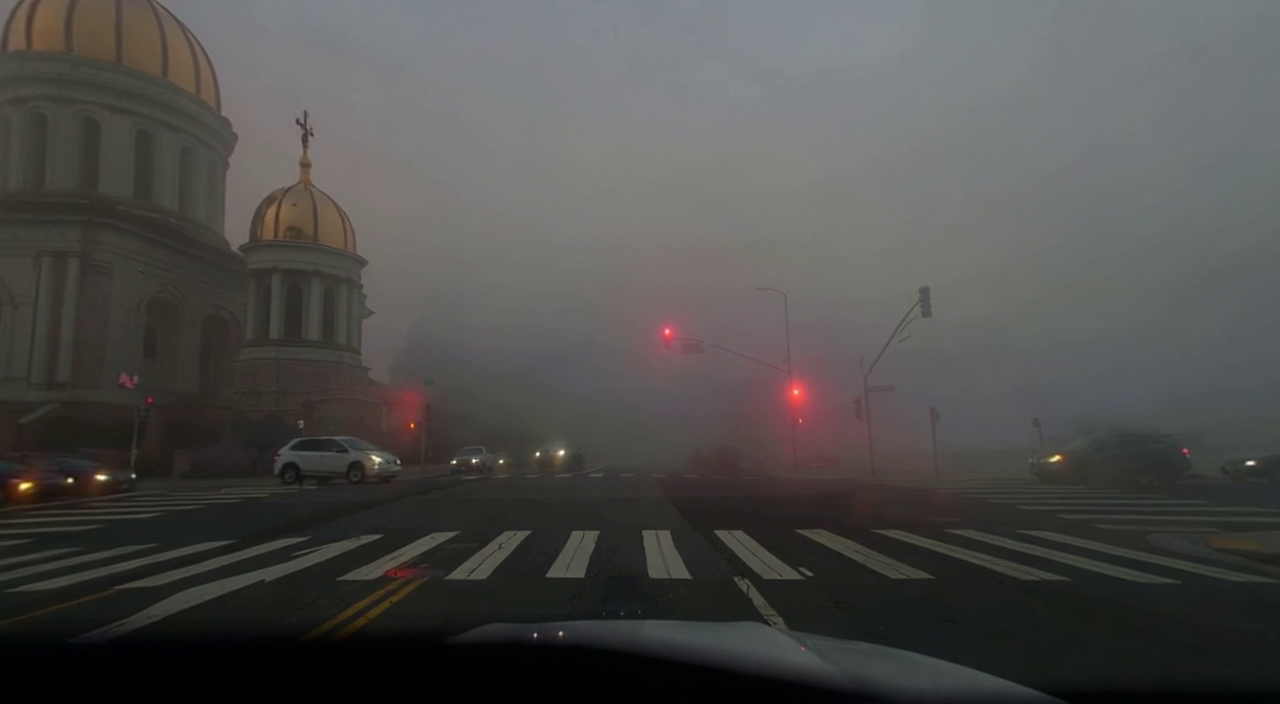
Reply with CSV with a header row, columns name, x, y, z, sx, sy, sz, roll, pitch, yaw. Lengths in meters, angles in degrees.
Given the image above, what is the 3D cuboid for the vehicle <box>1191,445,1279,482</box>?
name,x,y,z,sx,sy,sz,roll,pitch,yaw
vehicle,26.402,4.674,26.642,4.561,1.475,1.850,0,-8,0

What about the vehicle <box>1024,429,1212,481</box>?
name,x,y,z,sx,sy,sz,roll,pitch,yaw
vehicle,19.897,4.315,26.553,5.852,2.057,2.361,0,-8,1

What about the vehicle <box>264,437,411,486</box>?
name,x,y,z,sx,sy,sz,roll,pitch,yaw
vehicle,-11.380,4.137,24.084,4.567,1.724,2.051,1,-9,-9

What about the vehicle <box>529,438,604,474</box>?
name,x,y,z,sx,sy,sz,roll,pitch,yaw
vehicle,-3.649,5.298,32.402,2.223,1.692,4.688,-2,-9,15

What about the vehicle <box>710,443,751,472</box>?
name,x,y,z,sx,sy,sz,roll,pitch,yaw
vehicle,5.880,6.859,41.482,1.969,1.776,4.329,0,-8,-2

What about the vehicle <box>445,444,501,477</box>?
name,x,y,z,sx,sy,sz,roll,pitch,yaw
vehicle,-10.181,6.612,38.942,2.076,1.876,4.669,0,-8,1

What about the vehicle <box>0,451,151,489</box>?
name,x,y,z,sx,sy,sz,roll,pitch,yaw
vehicle,-23.338,4.877,26.245,4.479,1.476,1.873,0,-8,2
